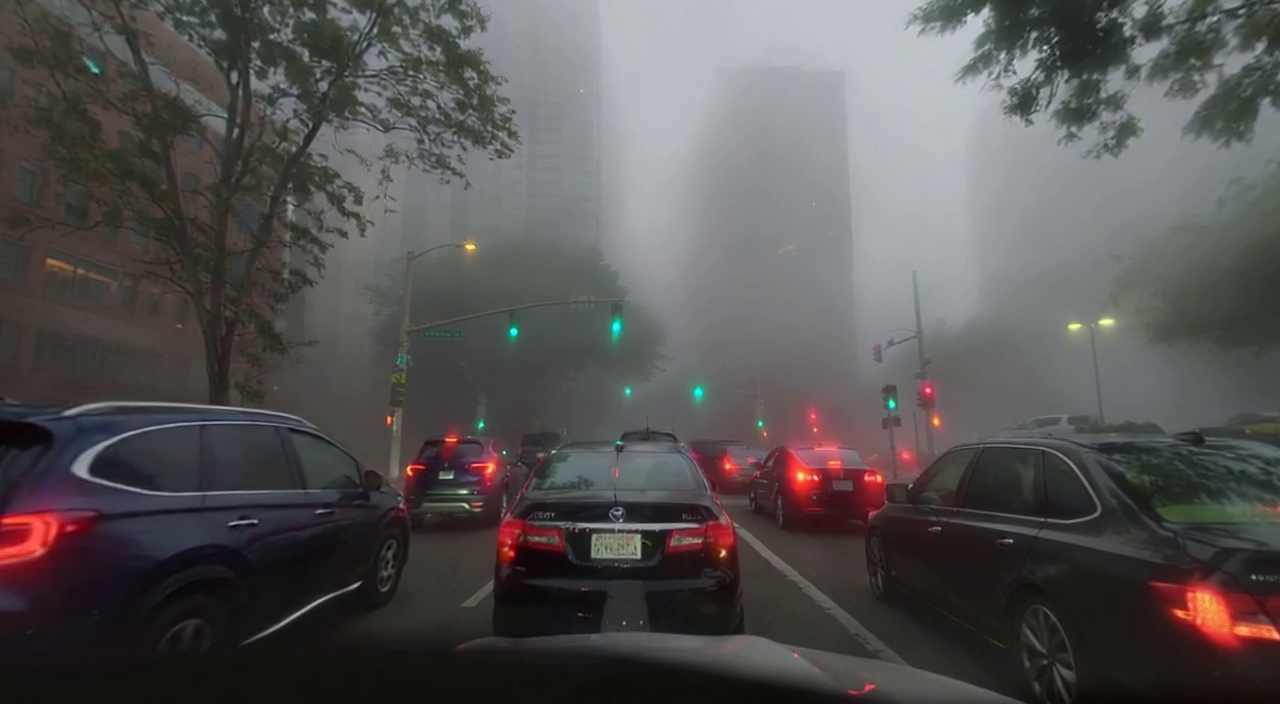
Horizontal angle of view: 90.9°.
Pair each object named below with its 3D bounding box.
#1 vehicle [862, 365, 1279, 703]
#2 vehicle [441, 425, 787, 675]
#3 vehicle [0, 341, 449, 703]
[{"bbox_3d":[3.339,1.154,4.164,2.179,1.631,4.173,0,-8,0],"label":"vehicle"},{"bbox_3d":[-0.155,1.450,5.672,2.031,1.461,3.763,0,-8,0],"label":"vehicle"},{"bbox_3d":[-3.133,1.150,4.288,2.181,1.723,4.550,0,-8,1],"label":"vehicle"}]
